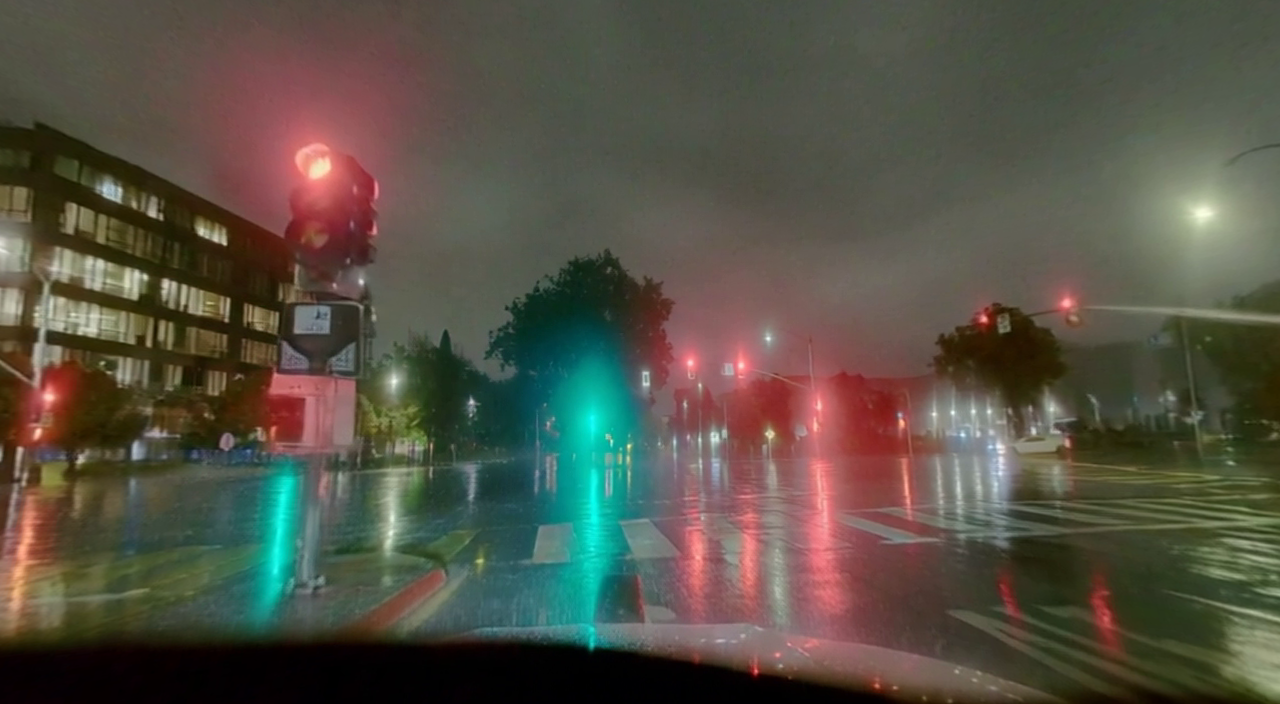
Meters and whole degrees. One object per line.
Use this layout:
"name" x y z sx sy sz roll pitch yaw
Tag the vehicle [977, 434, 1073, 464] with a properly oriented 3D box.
"vehicle" 21.889 5.501 35.803 4.769 1.634 1.884 3 -9 -19
